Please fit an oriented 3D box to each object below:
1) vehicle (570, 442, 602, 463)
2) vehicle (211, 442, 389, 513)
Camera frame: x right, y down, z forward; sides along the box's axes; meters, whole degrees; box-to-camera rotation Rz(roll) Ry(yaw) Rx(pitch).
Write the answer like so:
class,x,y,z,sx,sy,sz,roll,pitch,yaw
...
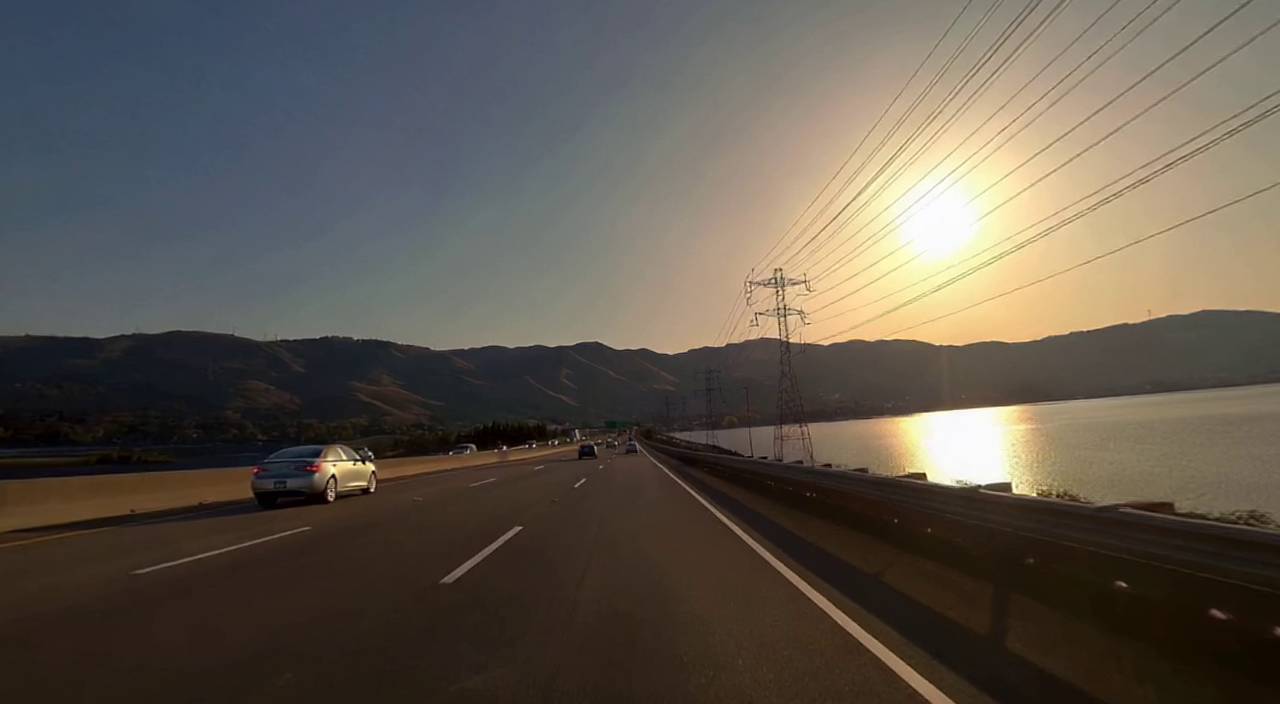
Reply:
class,x,y,z,sx,sy,sz,roll,pitch,yaw
vehicle,-4.013,7.518,47.313,2.097,1.514,4.209,0,-8,-1
vehicle,-7.965,2.935,15.391,1.847,1.456,4.471,0,-8,0
